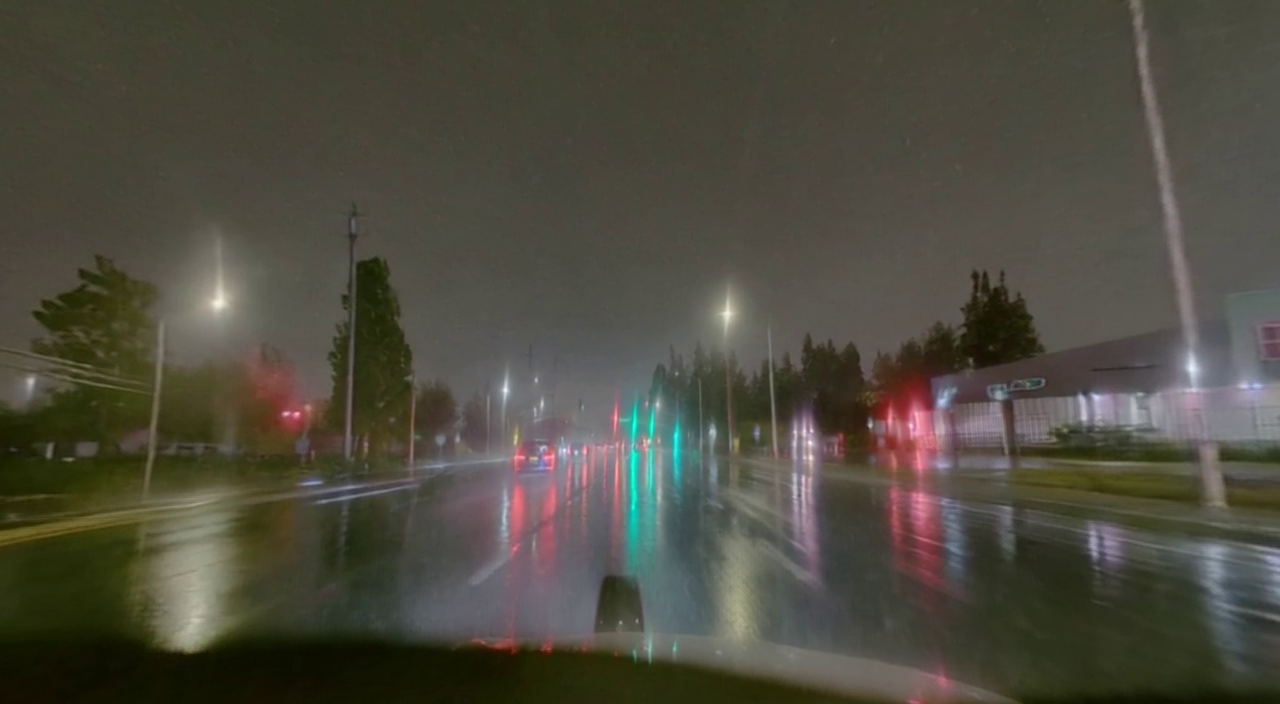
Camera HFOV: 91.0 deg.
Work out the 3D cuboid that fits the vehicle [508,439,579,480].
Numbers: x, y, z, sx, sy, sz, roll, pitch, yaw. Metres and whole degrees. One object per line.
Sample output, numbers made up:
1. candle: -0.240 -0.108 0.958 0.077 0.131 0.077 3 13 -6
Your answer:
1. vehicle: -3.694 4.205 24.886 2.076 1.444 4.328 0 -8 0
